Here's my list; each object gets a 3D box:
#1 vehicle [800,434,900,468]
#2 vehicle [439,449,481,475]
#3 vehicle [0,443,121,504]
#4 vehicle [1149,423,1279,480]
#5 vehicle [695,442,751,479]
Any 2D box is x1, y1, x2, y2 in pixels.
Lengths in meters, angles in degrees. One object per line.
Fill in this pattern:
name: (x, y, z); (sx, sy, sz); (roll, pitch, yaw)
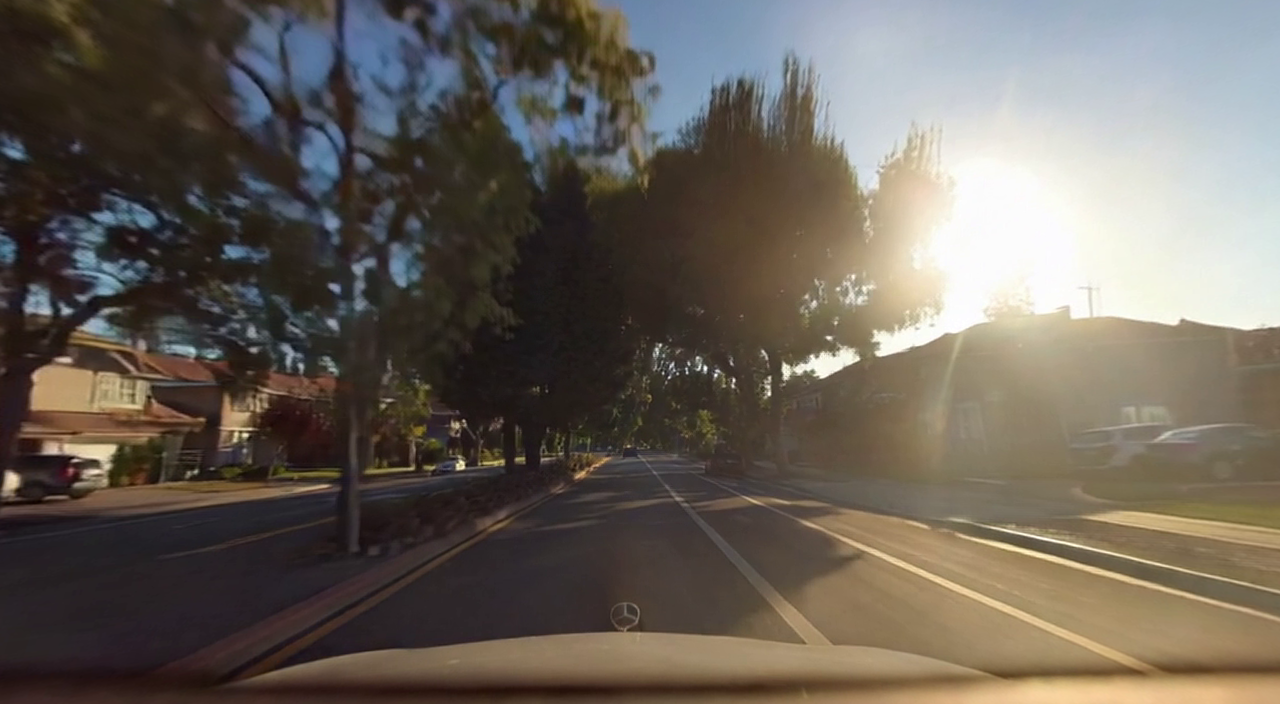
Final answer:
vehicle: (11.742, 5.547, 35.504); (4.860, 1.772, 2.007); (0, -8, -3)
vehicle: (-13.606, 8.290, 47.899); (1.970, 1.677, 4.270); (-2, -7, 0)
vehicle: (-21.551, 4.091, 21.455); (5.705, 1.907, 2.142); (0, -9, -4)
vehicle: (18.139, 2.974, 19.058); (3.858, 1.583, 1.931); (0, -9, -2)
vehicle: (4.001, 5.317, 31.324); (2.045, 1.677, 4.509); (0, -9, -1)
